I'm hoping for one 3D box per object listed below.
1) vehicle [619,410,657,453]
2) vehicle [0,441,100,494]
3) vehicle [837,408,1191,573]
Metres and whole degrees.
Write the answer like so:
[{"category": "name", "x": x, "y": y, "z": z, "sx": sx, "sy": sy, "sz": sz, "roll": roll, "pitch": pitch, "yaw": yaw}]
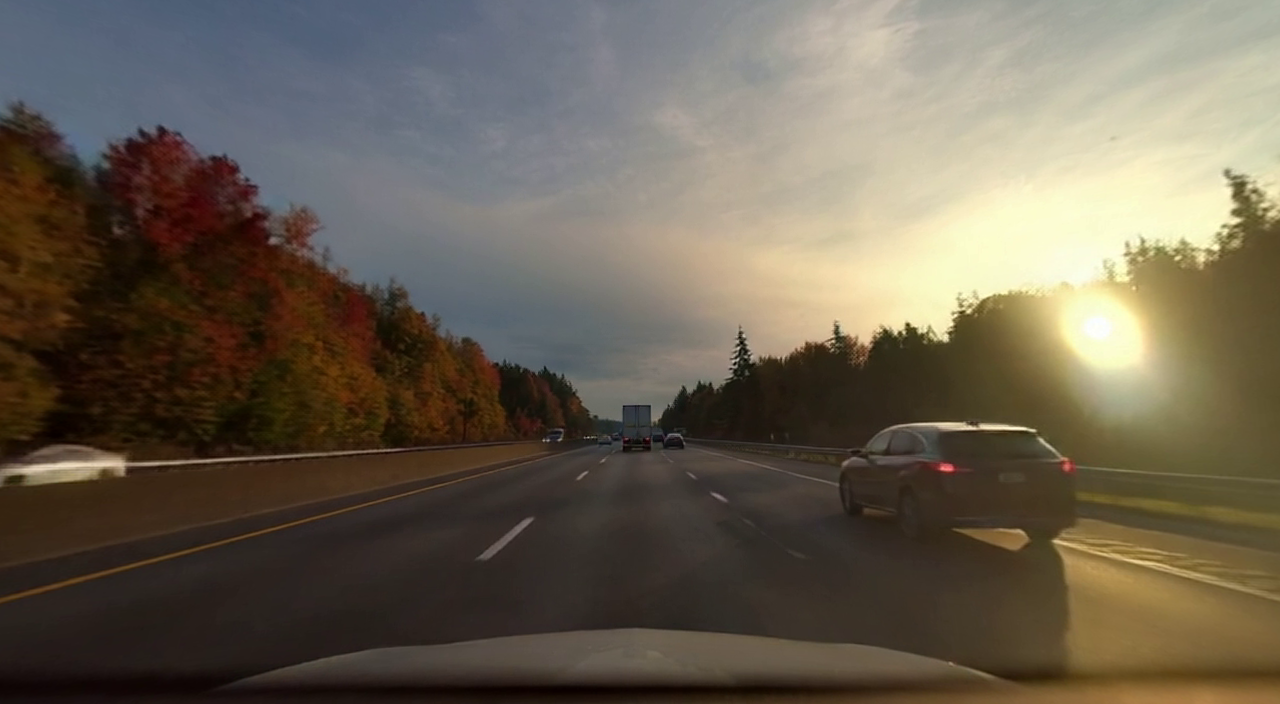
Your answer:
[{"category": "vehicle", "x": -0.276, "y": 5.976, "z": 47.214, "sx": 2.631, "sy": 2.957, "sz": 6.512, "roll": 0, "pitch": -8, "yaw": -2}, {"category": "vehicle", "x": -20.612, "y": 3.705, "z": 20.360, "sx": 1.998, "sy": 1.584, "sz": 4.752, "roll": 0, "pitch": -8, "yaw": 0}, {"category": "vehicle", "x": 4.091, "y": 1.549, "z": 7.838, "sx": 1.882, "sy": 1.492, "sz": 3.958, "roll": 0, "pitch": -8, "yaw": -2}]
